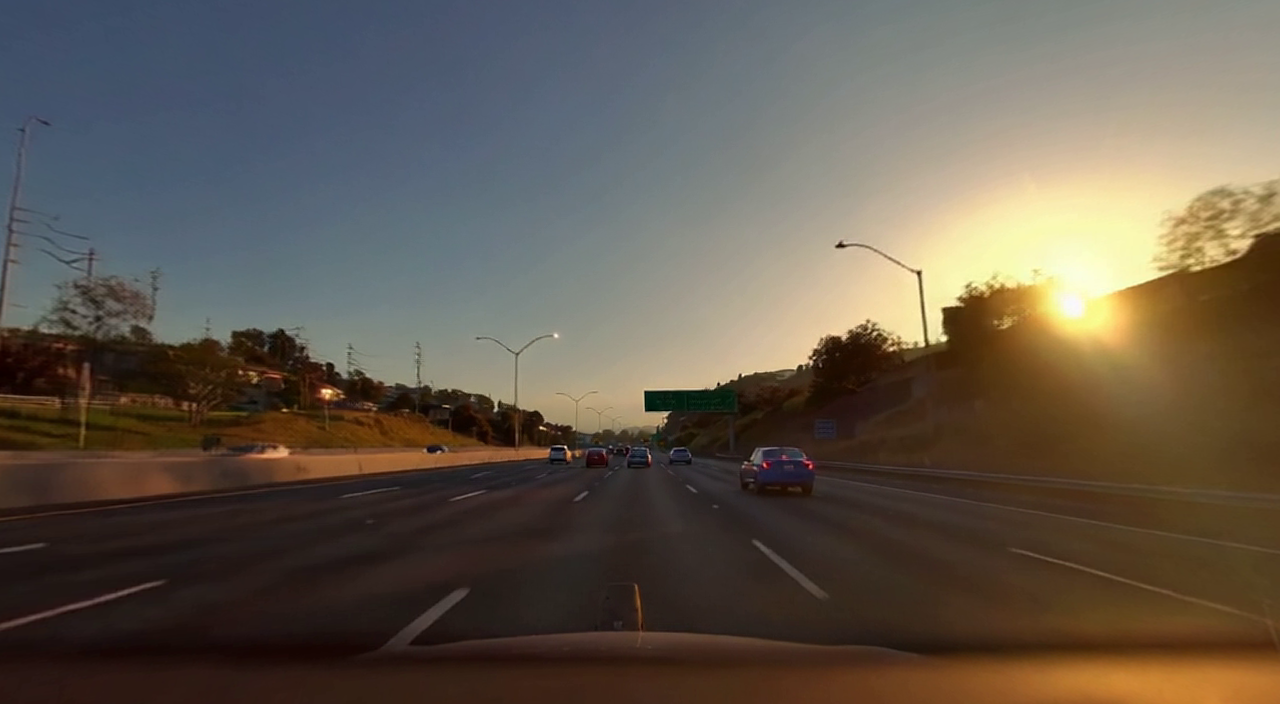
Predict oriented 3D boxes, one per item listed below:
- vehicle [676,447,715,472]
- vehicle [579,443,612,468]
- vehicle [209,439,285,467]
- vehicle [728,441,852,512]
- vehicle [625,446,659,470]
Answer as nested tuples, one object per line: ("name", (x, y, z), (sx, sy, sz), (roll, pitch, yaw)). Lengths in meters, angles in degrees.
("vehicle", (3.467, 6.789, 40.006), (2.036, 1.517, 4.256), (0, -9, -1))
("vehicle", (-3.160, 7.495, 45.753), (2.091, 1.664, 4.157), (0, -9, 0))
("vehicle", (-23.308, 5.981, 37.510), (1.967, 1.530, 3.845), (0, -9, 1))
("vehicle", (3.641, 3.101, 16.250), (2.077, 1.527, 4.553), (0, -9, 0))
("vehicle", (0.146, 7.112, 42.556), (2.166, 1.496, 4.158), (0, -9, 0))
